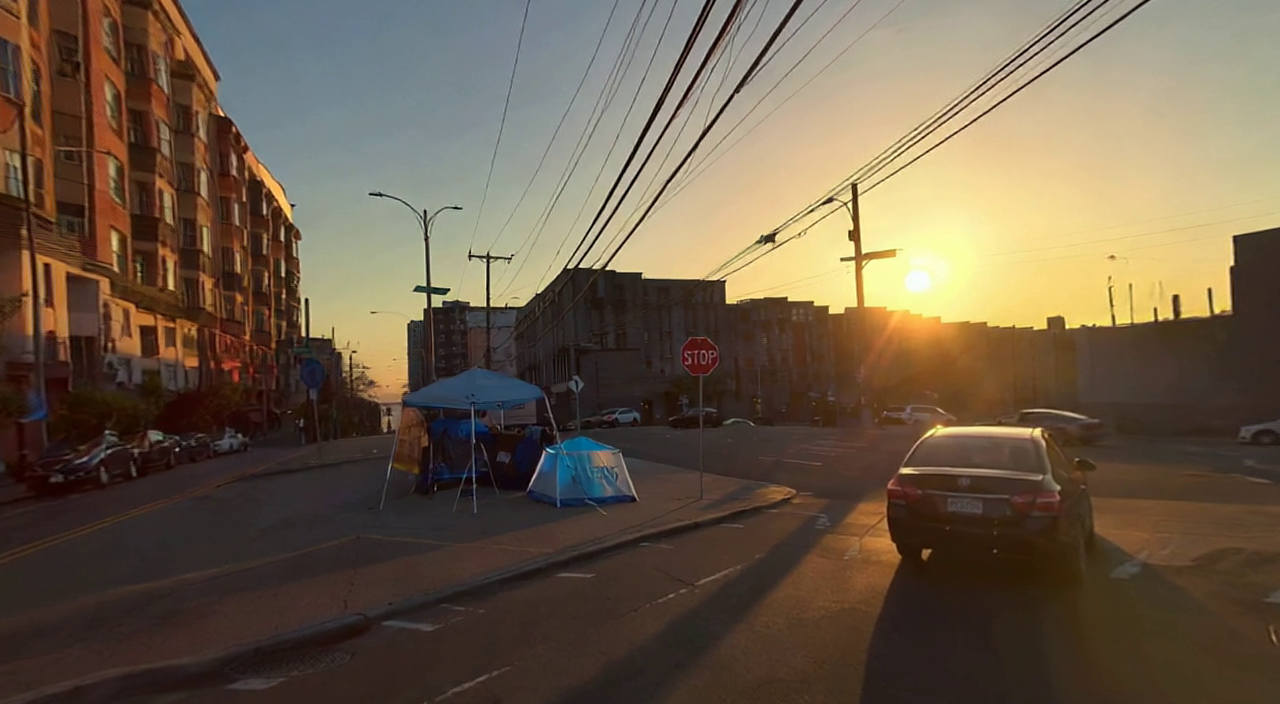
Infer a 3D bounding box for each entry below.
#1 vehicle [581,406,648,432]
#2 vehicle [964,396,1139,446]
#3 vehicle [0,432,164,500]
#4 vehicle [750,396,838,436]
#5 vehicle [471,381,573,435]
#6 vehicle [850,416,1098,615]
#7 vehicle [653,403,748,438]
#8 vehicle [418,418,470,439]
[{"bbox_3d":[-1.673,4.271,39.790,1.790,1.468,4.422,8,-12,-42],"label":"vehicle"},{"bbox_3d":[13.683,2.393,21.193,4.569,1.487,1.999,-8,-11,41],"label":"vehicle"},{"bbox_3d":[-17.194,3.492,19.874,2.054,1.800,5.212,3,-9,-20],"label":"vehicle"},{"bbox_3d":[8.240,3.509,34.087,1.805,1.694,4.214,13,-17,-43],"label":"vehicle"},{"bbox_3d":[-7.692,3.733,40.700,7.172,3.075,2.584,-7,-10,41],"label":"vehicle"},{"bbox_3d":[4.152,1.696,7.600,1.945,1.647,4.160,-6,-10,34],"label":"vehicle"},{"bbox_3d":[2.853,3.382,30.646,4.363,1.511,1.838,-8,-12,43],"label":"vehicle"},{"bbox_3d":[-15.353,6.016,49.366,2.089,1.506,4.641,7,-11,-41],"label":"vehicle"}]
